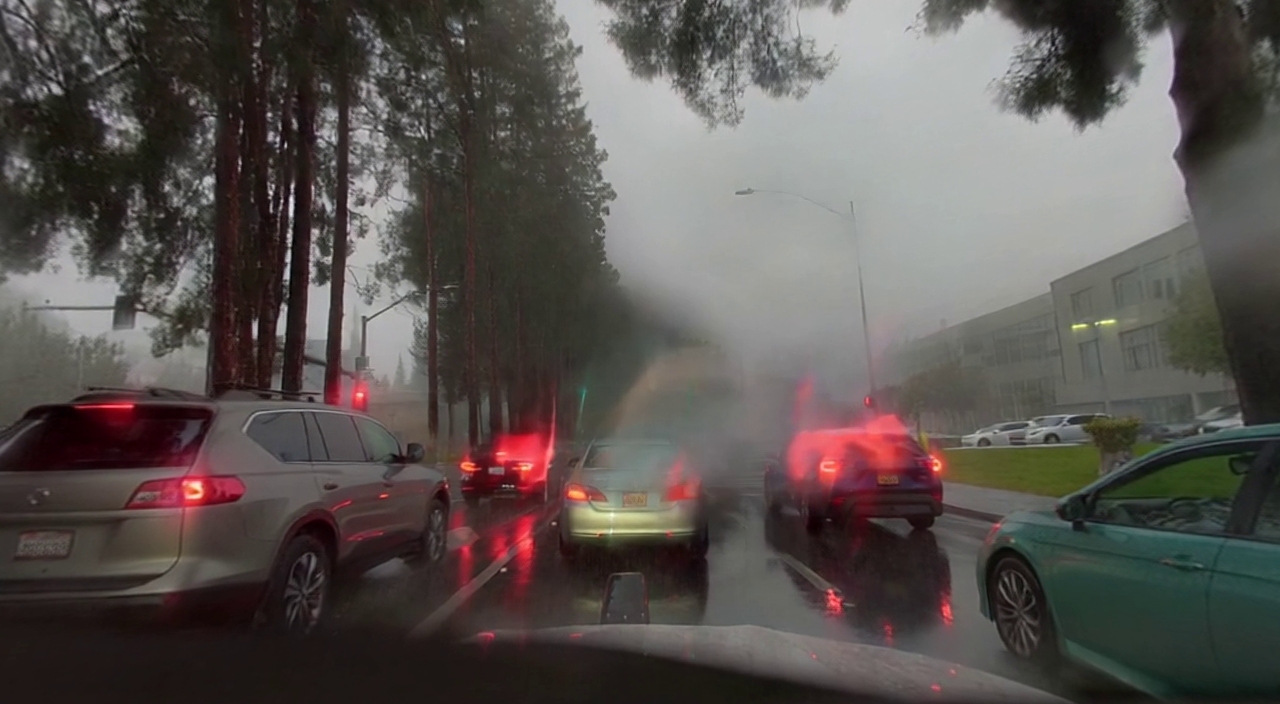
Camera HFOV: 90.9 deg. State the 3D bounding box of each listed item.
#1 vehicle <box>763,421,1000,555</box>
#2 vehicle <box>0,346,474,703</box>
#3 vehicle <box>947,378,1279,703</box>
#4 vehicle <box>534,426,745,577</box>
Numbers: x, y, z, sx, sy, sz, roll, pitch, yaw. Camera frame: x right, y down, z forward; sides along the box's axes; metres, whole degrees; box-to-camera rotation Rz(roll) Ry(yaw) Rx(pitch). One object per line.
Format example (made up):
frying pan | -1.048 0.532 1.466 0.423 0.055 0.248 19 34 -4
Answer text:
vehicle | 3.435 2.020 10.081 2.040 1.647 4.379 0 -8 0
vehicle | -3.134 1.188 5.204 2.168 1.750 4.625 -1 -9 1
vehicle | 3.323 0.966 2.829 1.899 1.588 3.888 0 -8 0
vehicle | -0.025 1.822 8.452 2.147 1.507 3.953 0 -8 -1
